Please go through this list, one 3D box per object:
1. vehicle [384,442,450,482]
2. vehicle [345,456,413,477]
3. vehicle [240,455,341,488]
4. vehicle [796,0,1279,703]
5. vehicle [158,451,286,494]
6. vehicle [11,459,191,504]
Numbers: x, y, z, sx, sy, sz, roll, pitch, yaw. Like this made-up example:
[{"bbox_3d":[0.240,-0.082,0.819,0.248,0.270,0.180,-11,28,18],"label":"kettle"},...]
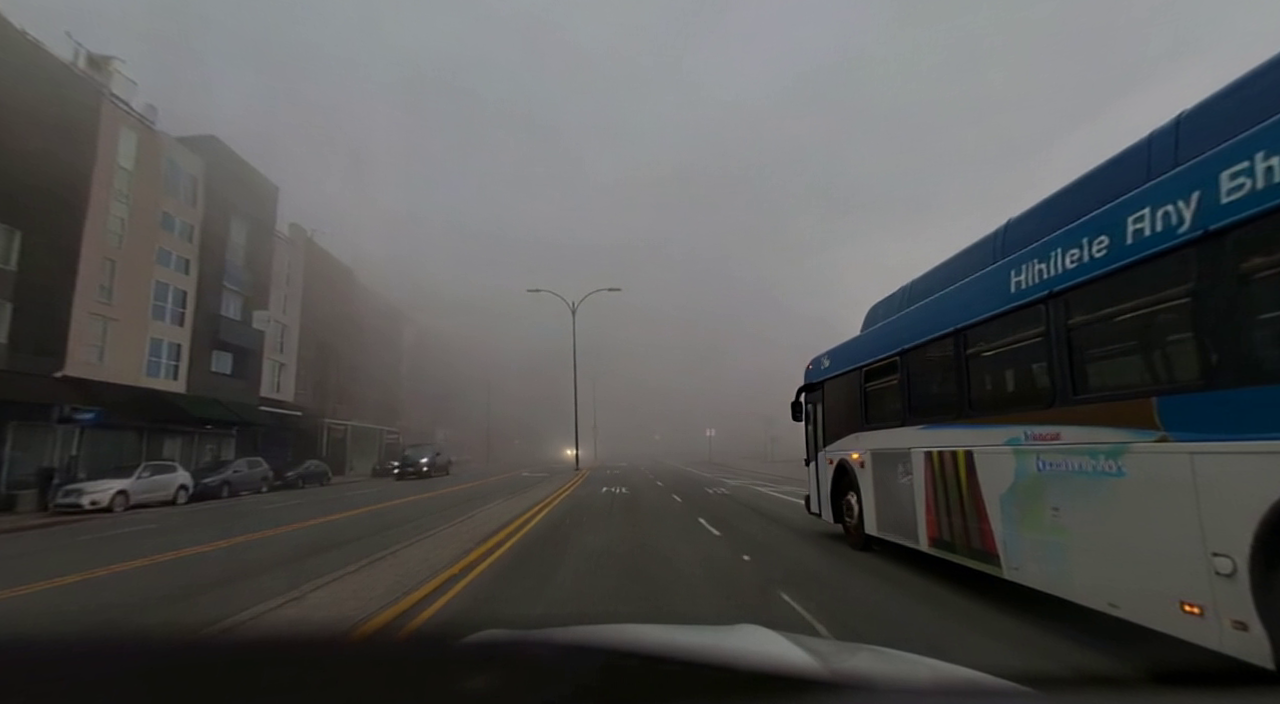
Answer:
[{"bbox_3d":[-12.277,6.057,35.124,2.084,2.027,4.557,0,-9,-1],"label":"vehicle"},{"bbox_3d":[-20.499,8.988,49.686,4.522,1.469,1.840,0,-9,-5],"label":"vehicle"},{"bbox_3d":[-18.703,6.394,33.977,4.246,1.612,1.914,1,-9,-8],"label":"vehicle"},{"bbox_3d":[4.304,0.300,4.494,3.194,3.345,12.428,0,-9,0],"label":"vehicle"},{"bbox_3d":[-18.640,5.372,28.327,4.392,1.800,1.902,-1,-9,3],"label":"vehicle"},{"bbox_3d":[-19.771,4.746,23.414,4.592,1.474,1.880,2,-9,-15],"label":"vehicle"}]
